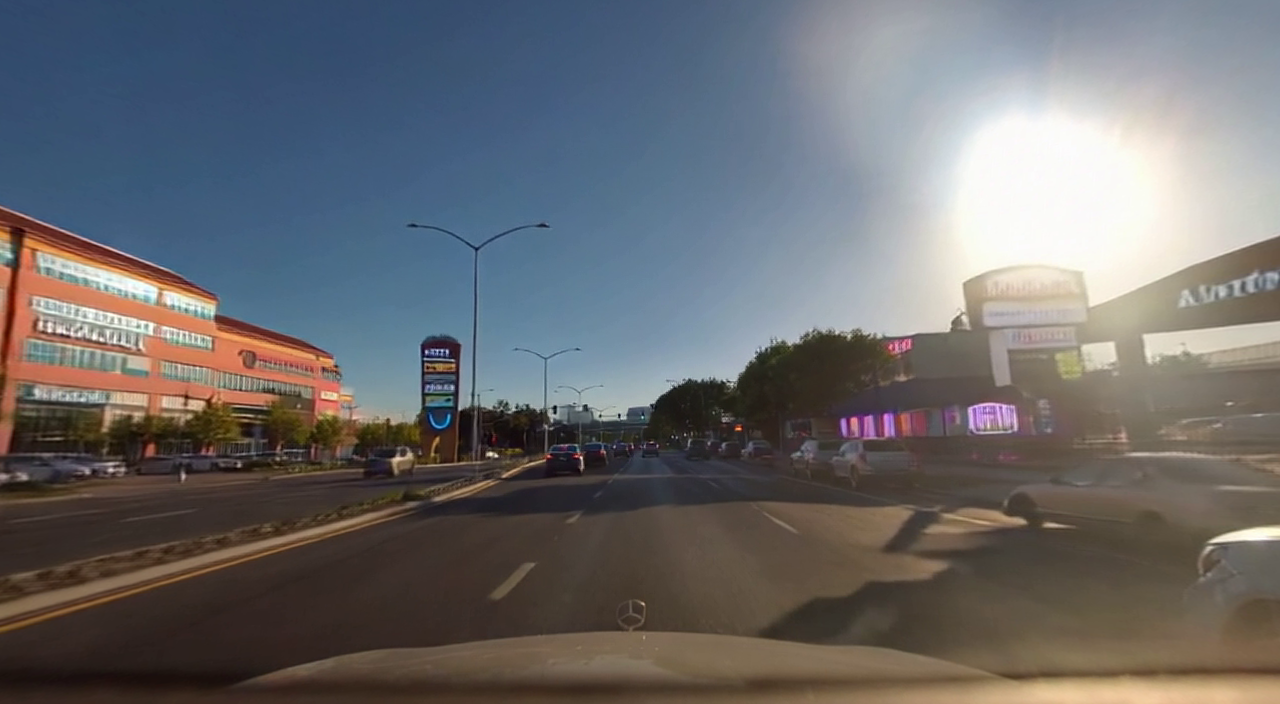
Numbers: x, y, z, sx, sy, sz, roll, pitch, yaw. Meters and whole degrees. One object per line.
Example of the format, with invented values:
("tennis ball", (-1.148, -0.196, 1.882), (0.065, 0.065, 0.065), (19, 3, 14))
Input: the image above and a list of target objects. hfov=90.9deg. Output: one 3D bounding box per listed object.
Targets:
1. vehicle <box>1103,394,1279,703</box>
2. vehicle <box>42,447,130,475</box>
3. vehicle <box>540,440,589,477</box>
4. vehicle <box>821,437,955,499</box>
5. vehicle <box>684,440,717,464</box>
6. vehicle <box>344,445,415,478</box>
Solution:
("vehicle", (3.448, 0.698, 1.009), (1.981, 1.499, 4.536), (-1, -9, 1))
("vehicle", (-34.780, 6.822, 39.715), (1.810, 1.606, 3.988), (-1, -8, 1))
("vehicle", (-3.433, 4.903, 29.280), (1.917, 1.511, 4.436), (0, -8, -3))
("vehicle", (7.213, 3.396, 18.947), (1.918, 1.598, 4.536), (0, -9, -4))
("vehicle", (4.564, 7.537, 47.748), (2.007, 1.683, 4.171), (0, -8, -1))
("vehicle", (-14.347, 6.040, 34.997), (1.905, 1.687, 4.436), (-1, -8, 1))
